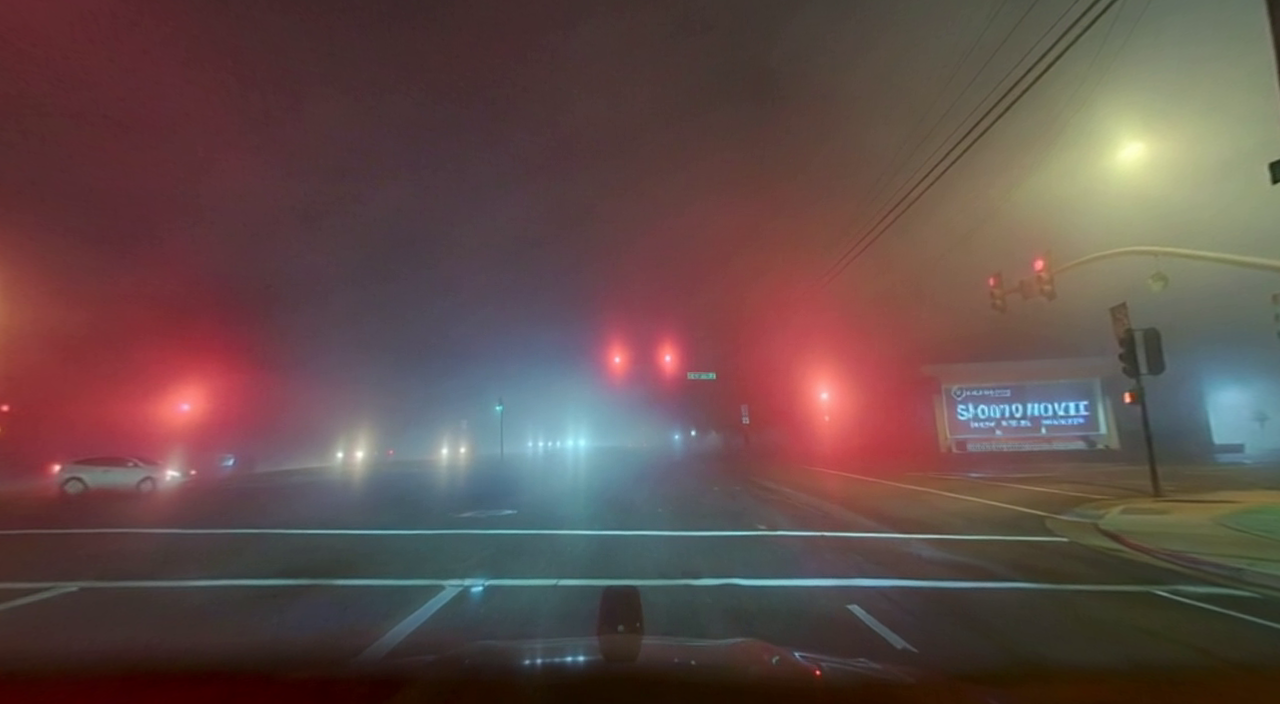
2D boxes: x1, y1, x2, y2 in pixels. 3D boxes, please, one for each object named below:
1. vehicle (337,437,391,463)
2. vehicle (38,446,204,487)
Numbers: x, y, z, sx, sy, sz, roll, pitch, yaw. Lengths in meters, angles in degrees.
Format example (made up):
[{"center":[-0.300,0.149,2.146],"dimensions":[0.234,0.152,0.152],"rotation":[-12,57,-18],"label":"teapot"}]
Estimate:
[{"center":[-21.592,7.712,49.695],"dimensions":[2.093,1.891,4.774],"rotation":[0,-8,0],"label":"vehicle"},{"center":[-19.953,4.395,24.496],"dimensions":[4.500,1.465,1.936],"rotation":[1,-9,-8],"label":"vehicle"}]
